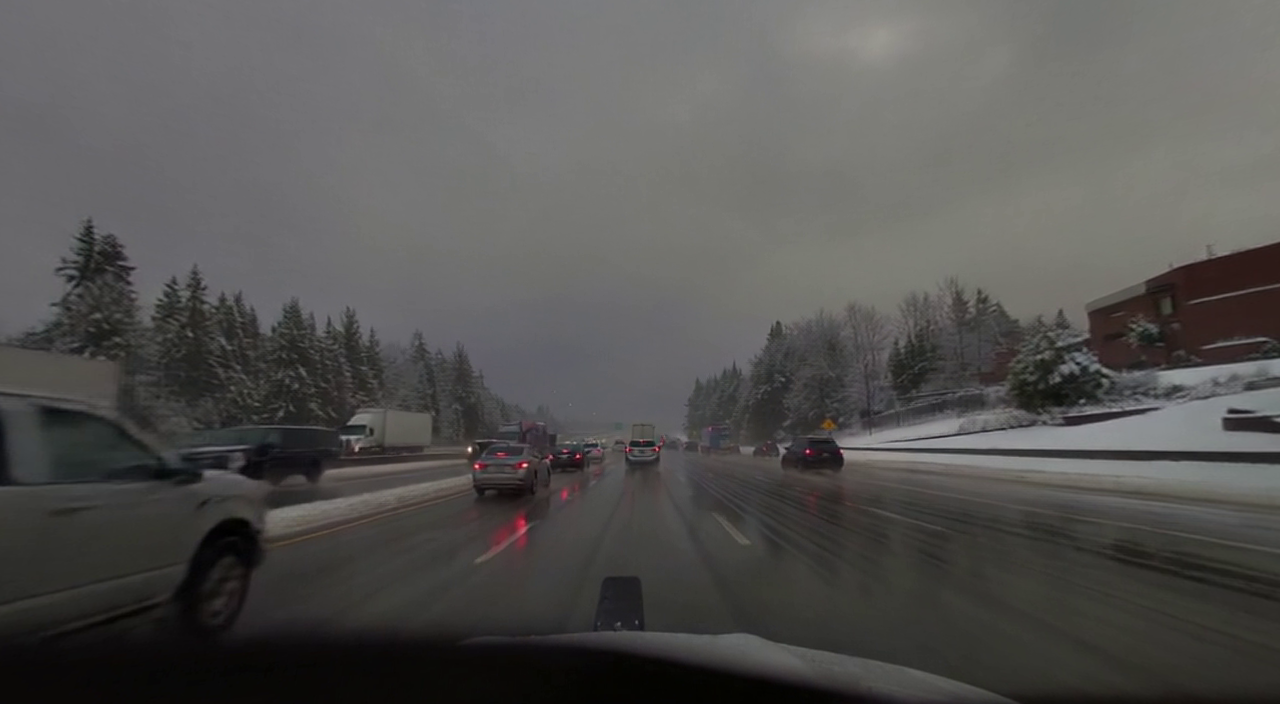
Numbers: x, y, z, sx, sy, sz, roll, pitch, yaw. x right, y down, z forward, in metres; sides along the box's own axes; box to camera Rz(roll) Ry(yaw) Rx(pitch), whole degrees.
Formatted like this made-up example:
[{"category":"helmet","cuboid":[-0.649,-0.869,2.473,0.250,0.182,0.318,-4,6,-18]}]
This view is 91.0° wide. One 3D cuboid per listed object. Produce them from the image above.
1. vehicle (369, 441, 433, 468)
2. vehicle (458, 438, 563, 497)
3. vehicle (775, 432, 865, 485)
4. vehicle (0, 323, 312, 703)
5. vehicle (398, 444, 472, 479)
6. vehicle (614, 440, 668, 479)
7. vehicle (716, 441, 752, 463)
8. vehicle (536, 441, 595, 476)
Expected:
[{"category":"vehicle","cuboid":[-15.271,6.609,40.558,2.021,1.607,4.979,0,-9,2]},{"category":"vehicle","cuboid":[-3.534,3.242,18.036,2.025,1.449,4.190,0,-9,1]},{"category":"vehicle","cuboid":[6.472,3.877,23.225,1.992,1.745,4.329,0,-9,-1]},{"category":"vehicle","cuboid":[-3.571,0.769,2.568,2.012,1.734,4.510,0,-9,0]},{"category":"vehicle","cuboid":[-9.091,4.876,28.246,1.827,1.472,3.962,0,-9,2]},{"category":"vehicle","cuboid":[0.040,4.394,25.958,2.053,1.461,3.941,0,-9,0]},{"category":"vehicle","cuboid":[6.611,7.078,44.507,1.895,1.488,4.254,0,-9,0]},{"category":"vehicle","cuboid":[-3.381,4.931,29.403,2.098,1.463,4.578,0,-9,1]}]
